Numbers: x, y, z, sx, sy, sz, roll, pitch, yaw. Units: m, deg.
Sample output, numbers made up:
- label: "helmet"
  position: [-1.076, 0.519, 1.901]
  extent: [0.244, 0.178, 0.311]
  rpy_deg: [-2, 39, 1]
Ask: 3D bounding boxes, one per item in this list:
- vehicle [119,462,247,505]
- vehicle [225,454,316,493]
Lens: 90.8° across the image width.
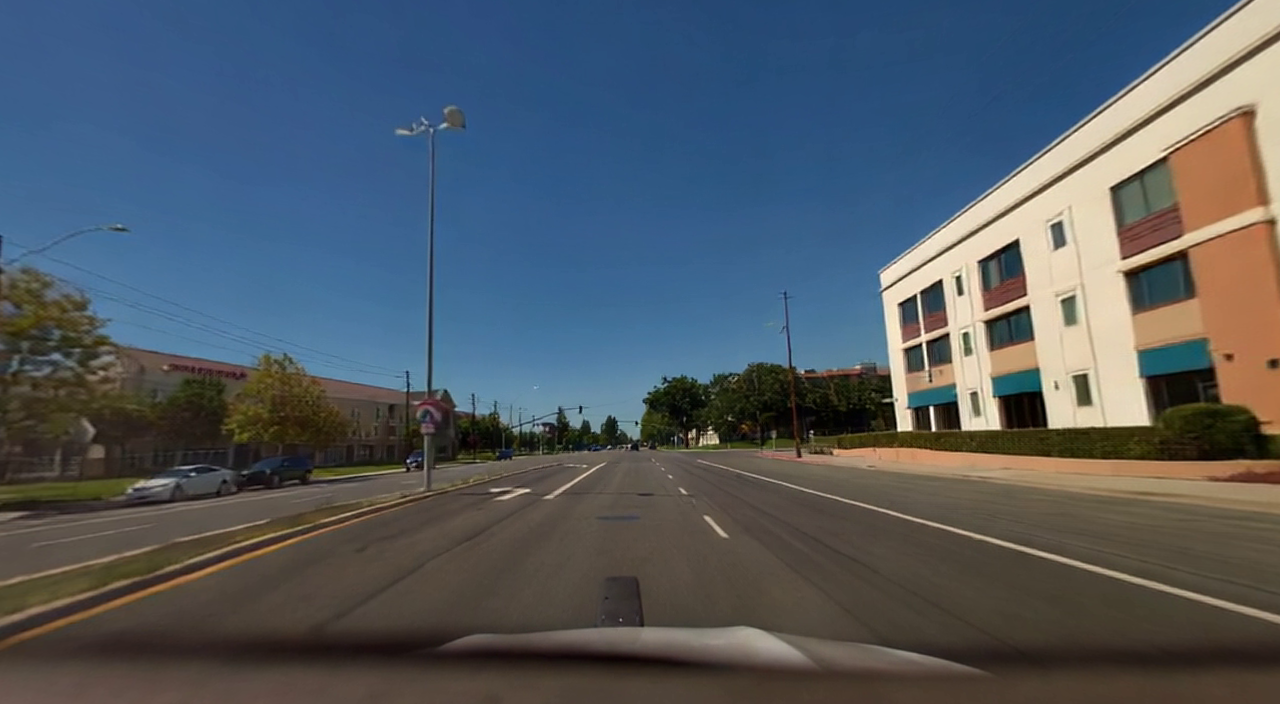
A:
- label: "vehicle"
  position: [-19.079, 5.481, 26.740]
  extent: [1.925, 1.485, 4.821]
  rpy_deg: [0, -9, -2]
- label: "vehicle"
  position: [-19.176, 6.290, 33.079]
  extent: [1.976, 1.766, 4.677]
  rpy_deg: [-1, -9, -1]
